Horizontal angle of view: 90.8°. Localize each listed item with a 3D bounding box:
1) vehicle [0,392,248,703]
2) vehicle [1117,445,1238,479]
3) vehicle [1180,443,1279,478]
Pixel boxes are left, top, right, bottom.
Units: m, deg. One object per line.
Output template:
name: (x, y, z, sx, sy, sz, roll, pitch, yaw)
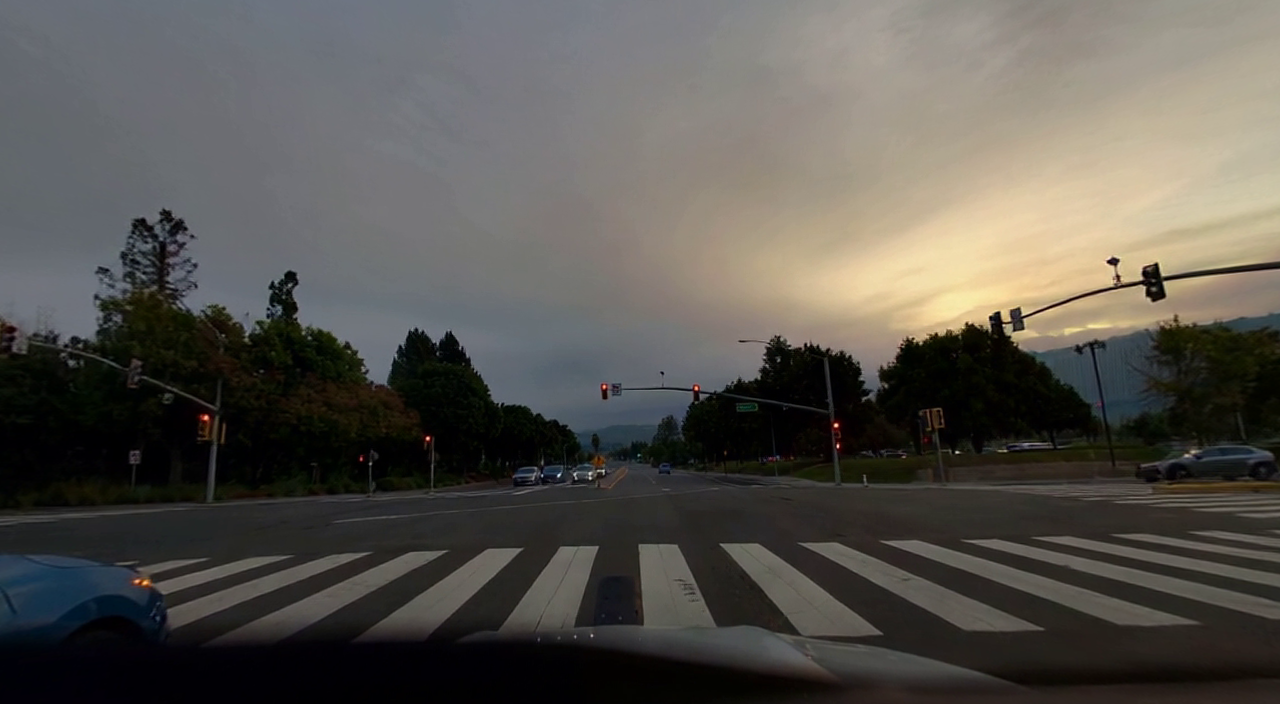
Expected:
vehicle: (-2.992, 0.785, 1.260, 1.969, 1.513, 3.773, 0, -9, 0)
vehicle: (25.095, 5.106, 29.563, 4.123, 1.469, 1.790, 0, -8, -5)
vehicle: (25.685, 4.536, 26.579, 4.347, 1.411, 1.784, 0, -9, -3)
